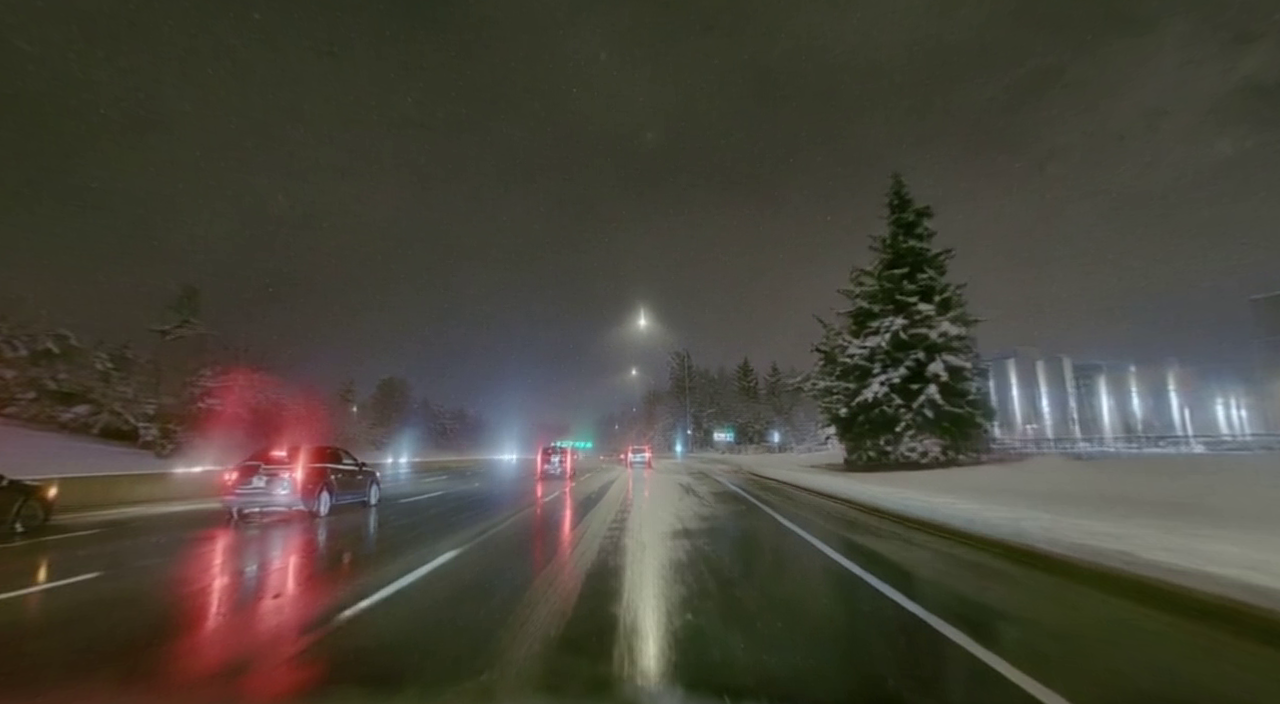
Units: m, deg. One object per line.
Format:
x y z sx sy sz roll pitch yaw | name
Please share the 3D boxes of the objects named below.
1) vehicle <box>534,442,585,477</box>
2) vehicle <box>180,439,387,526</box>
-4.228 5.740 33.784 2.158 1.717 4.375 0 -9 1 | vehicle
-7.904 2.908 14.629 2.071 1.661 4.540 0 -9 1 | vehicle
